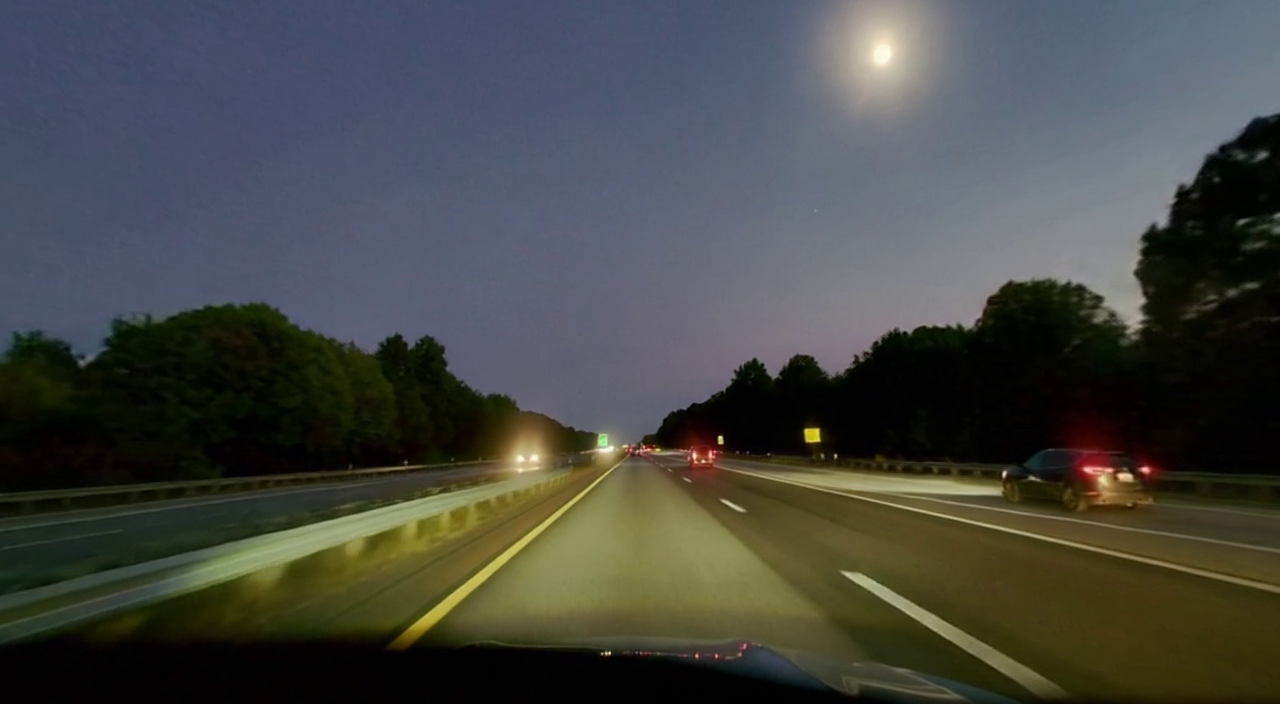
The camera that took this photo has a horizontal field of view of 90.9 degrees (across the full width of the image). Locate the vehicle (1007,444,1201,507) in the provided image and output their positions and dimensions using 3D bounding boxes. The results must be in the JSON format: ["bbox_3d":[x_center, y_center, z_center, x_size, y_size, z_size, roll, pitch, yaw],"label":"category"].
[{"bbox_3d":[11.543,3.064,16.066,1.926,1.386,3.719,0,-9,-4],"label":"vehicle"}]

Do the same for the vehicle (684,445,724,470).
[{"bbox_3d":[4.243,7.047,42.312,2.058,1.605,4.116,0,-9,-2],"label":"vehicle"}]
